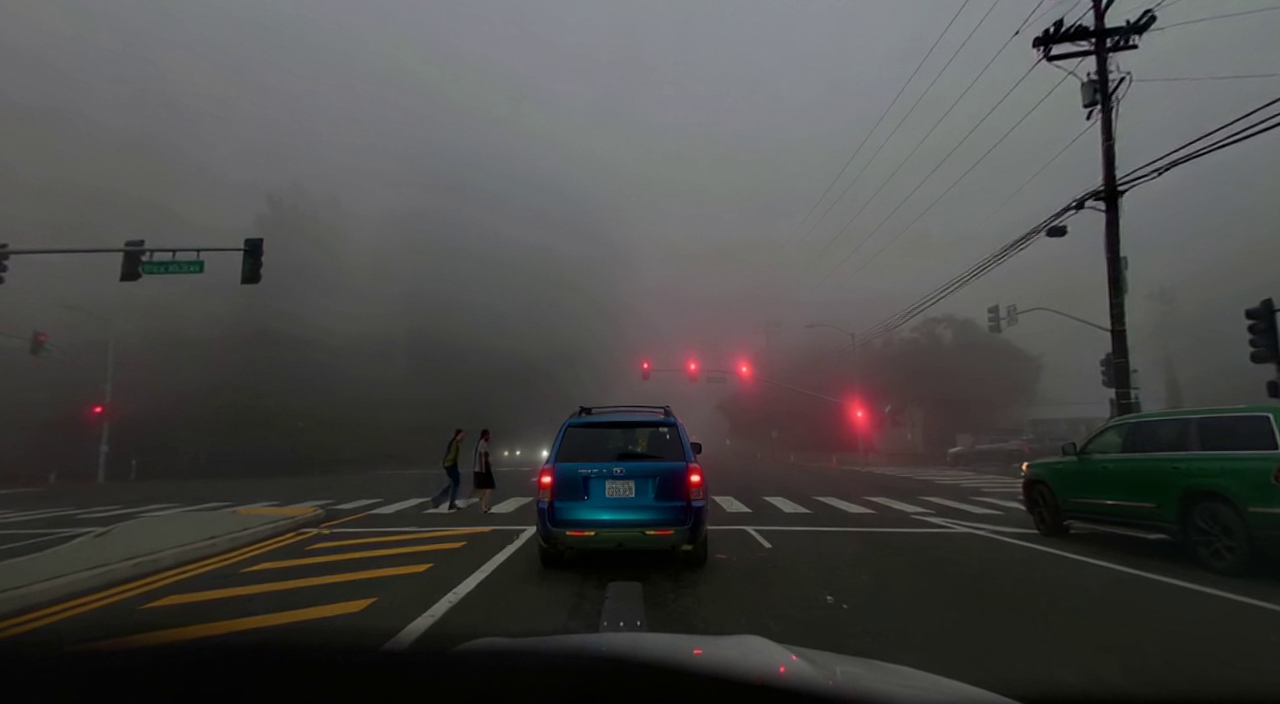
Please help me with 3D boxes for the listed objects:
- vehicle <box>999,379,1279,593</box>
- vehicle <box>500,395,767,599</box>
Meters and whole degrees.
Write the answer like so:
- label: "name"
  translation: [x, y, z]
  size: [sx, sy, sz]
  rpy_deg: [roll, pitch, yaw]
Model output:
- label: "vehicle"
  translation: [6.595, 1.420, 7.217]
  size: [2.119, 1.827, 4.806]
  rpy_deg: [0, -9, 0]
- label: "vehicle"
  translation: [-0.087, 1.565, 7.639]
  size: [2.285, 1.729, 4.252]
  rpy_deg: [0, -9, -1]
